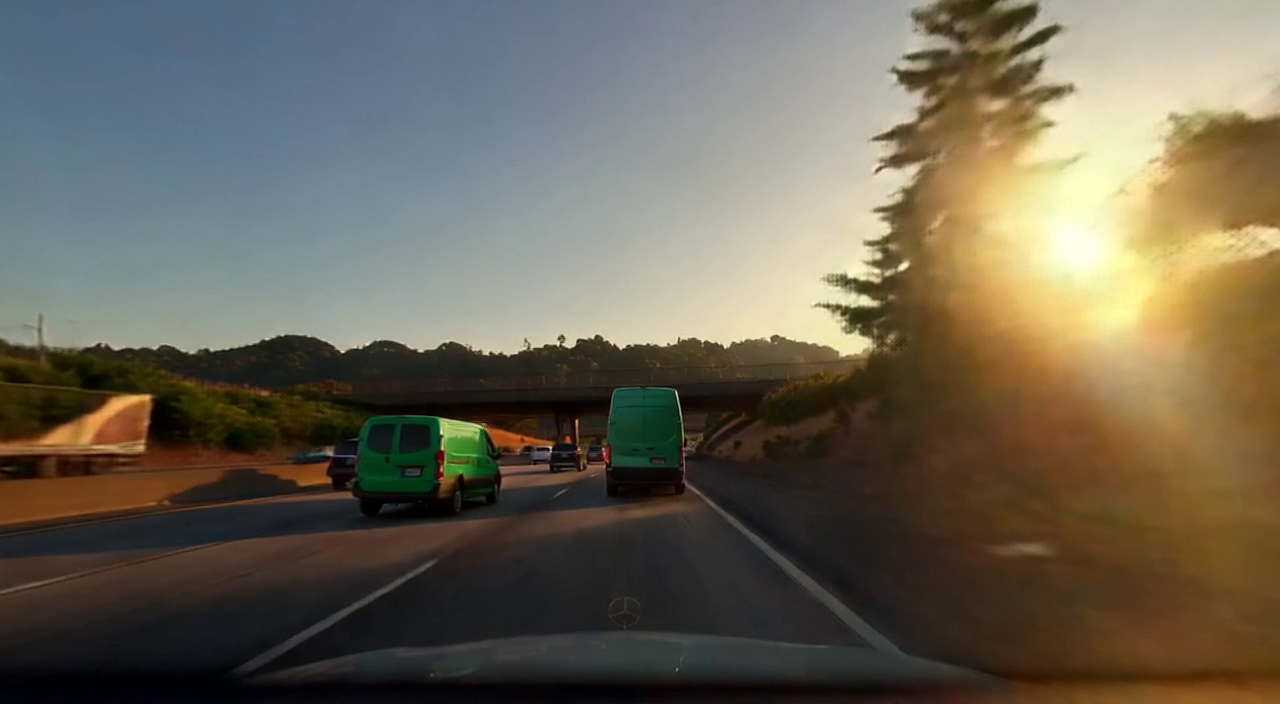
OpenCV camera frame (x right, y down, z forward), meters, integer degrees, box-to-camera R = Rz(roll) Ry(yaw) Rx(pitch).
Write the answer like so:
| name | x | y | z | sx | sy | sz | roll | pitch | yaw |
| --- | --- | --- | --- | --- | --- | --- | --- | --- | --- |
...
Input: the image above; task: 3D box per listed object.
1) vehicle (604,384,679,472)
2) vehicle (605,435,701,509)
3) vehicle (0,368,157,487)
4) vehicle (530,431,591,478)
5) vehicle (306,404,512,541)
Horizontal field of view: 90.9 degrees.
| name | x | y | z | sx | sy | sz | roll | pitch | yaw |
| --- | --- | --- | --- | --- | --- | --- | --- | --- | --- |
| vehicle | 0.385 | 4.754 | 36.908 | 3.289 | 3.822 | 18.653 | 0 | -9 | 2 |
| vehicle | 0.253 | 2.760 | 14.798 | 1.991 | 1.507 | 3.391 | 0 | -9 | 0 |
| vehicle | -23.715 | 2.602 | 21.674 | 2.813 | 4.101 | 14.020 | 0 | -9 | 1 |
| vehicle | -3.414 | 4.515 | 27.868 | 2.068 | 1.862 | 4.234 | 0 | -9 | 1 |
| vehicle | -3.615 | 1.972 | 10.775 | 1.951 | 1.882 | 3.979 | 0 | -9 | 0 |
